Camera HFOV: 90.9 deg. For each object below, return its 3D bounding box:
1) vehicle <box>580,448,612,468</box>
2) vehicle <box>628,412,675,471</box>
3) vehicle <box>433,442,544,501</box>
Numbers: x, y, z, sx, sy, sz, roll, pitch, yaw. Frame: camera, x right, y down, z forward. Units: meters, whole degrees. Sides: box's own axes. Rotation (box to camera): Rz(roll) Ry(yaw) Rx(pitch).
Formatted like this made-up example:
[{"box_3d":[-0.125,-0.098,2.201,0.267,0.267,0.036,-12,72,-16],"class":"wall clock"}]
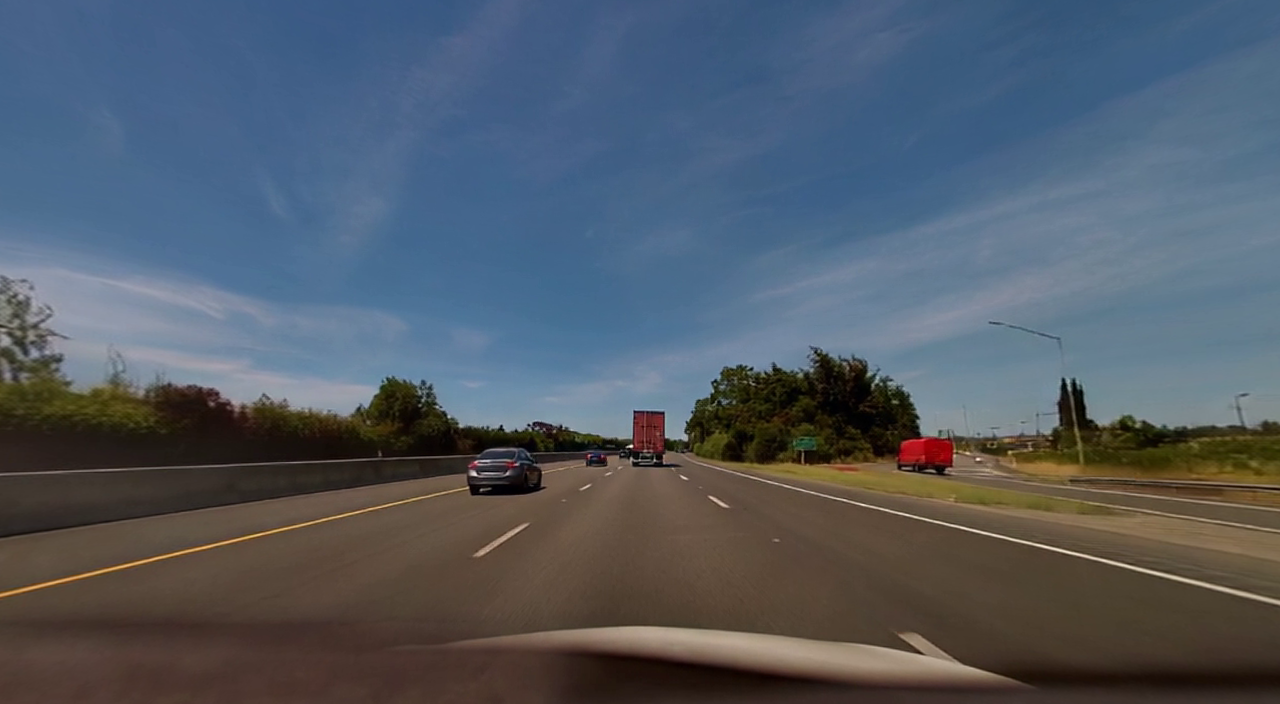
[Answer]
[{"box_3d":[-3.228,7.877,46.923,1.981,1.435,4.199,0,-9,2],"class":"vehicle"},{"box_3d":[0.761,6.262,43.769,2.893,3.628,9.081,0,-9,1],"class":"vehicle"},{"box_3d":[-4.186,3.375,18.216,2.010,1.461,4.391,0,-9,1],"class":"vehicle"}]
